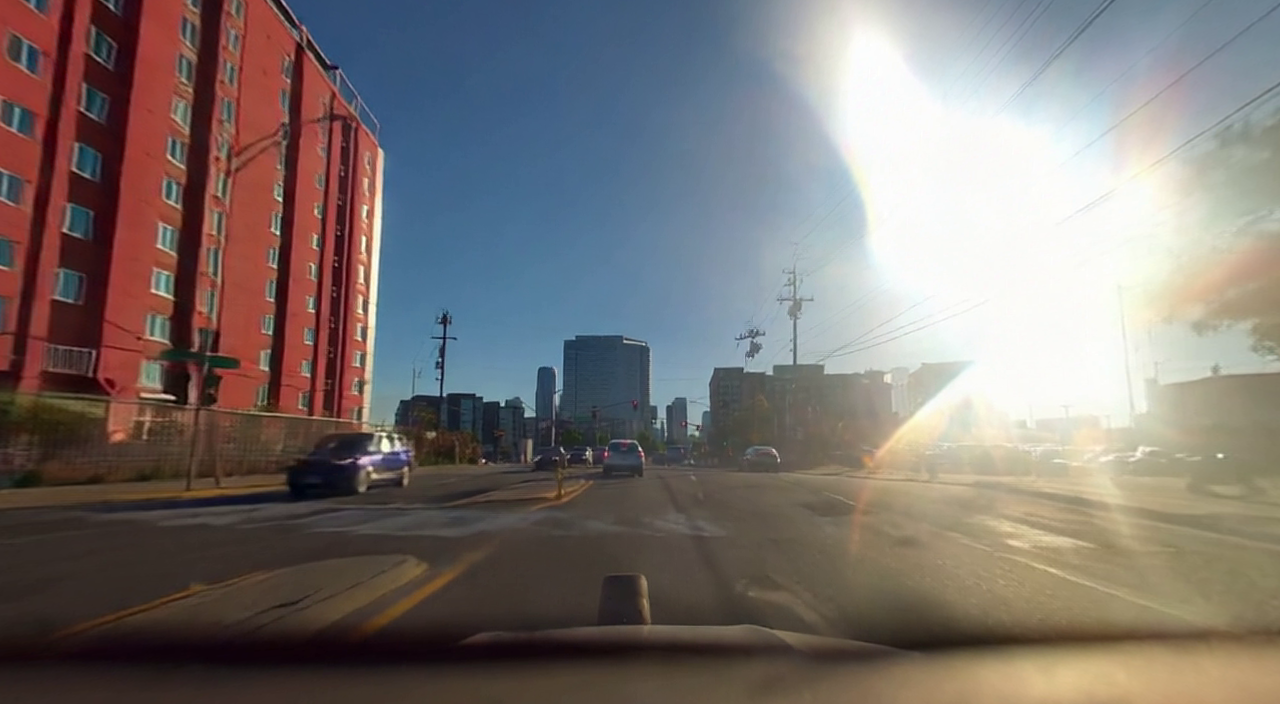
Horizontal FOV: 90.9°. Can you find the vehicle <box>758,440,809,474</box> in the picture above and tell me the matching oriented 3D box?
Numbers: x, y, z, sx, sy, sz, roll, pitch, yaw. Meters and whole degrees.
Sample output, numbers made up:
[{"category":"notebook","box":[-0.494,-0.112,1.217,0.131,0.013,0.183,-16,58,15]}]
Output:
[{"category":"vehicle","box":[8.031,5.896,35.663,1.952,1.749,4.311,-1,-8,2]}]

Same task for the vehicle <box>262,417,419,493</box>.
[{"category":"vehicle","box":[-9.013,3.164,19.623,2.393,2.059,4.739,-1,-8,2]}]

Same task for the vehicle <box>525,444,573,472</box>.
[{"category":"vehicle","box":[-5.261,6.164,36.834,1.973,1.502,4.275,-1,-8,3]}]

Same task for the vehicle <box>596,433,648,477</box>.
[{"category":"vehicle","box":[-0.814,4.561,28.260,2.160,1.786,4.702,0,-8,-2]}]
